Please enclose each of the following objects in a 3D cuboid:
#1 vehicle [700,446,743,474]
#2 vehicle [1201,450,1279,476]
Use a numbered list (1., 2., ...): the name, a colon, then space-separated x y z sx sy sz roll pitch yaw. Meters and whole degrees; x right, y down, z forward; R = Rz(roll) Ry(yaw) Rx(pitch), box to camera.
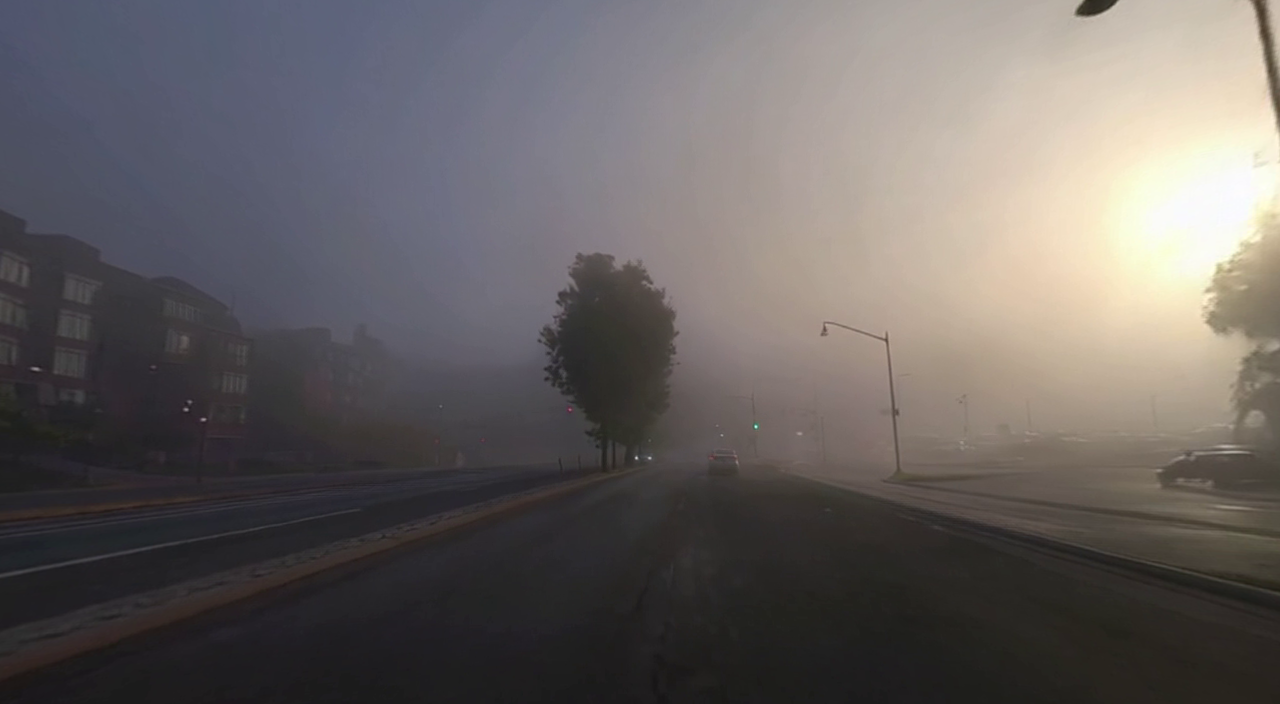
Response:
1. vehicle: 4.579 6.115 36.036 2.133 1.481 4.276 -1 -9 3
2. vehicle: 36.741 6.683 38.109 3.998 1.430 1.820 -1 -9 -1
